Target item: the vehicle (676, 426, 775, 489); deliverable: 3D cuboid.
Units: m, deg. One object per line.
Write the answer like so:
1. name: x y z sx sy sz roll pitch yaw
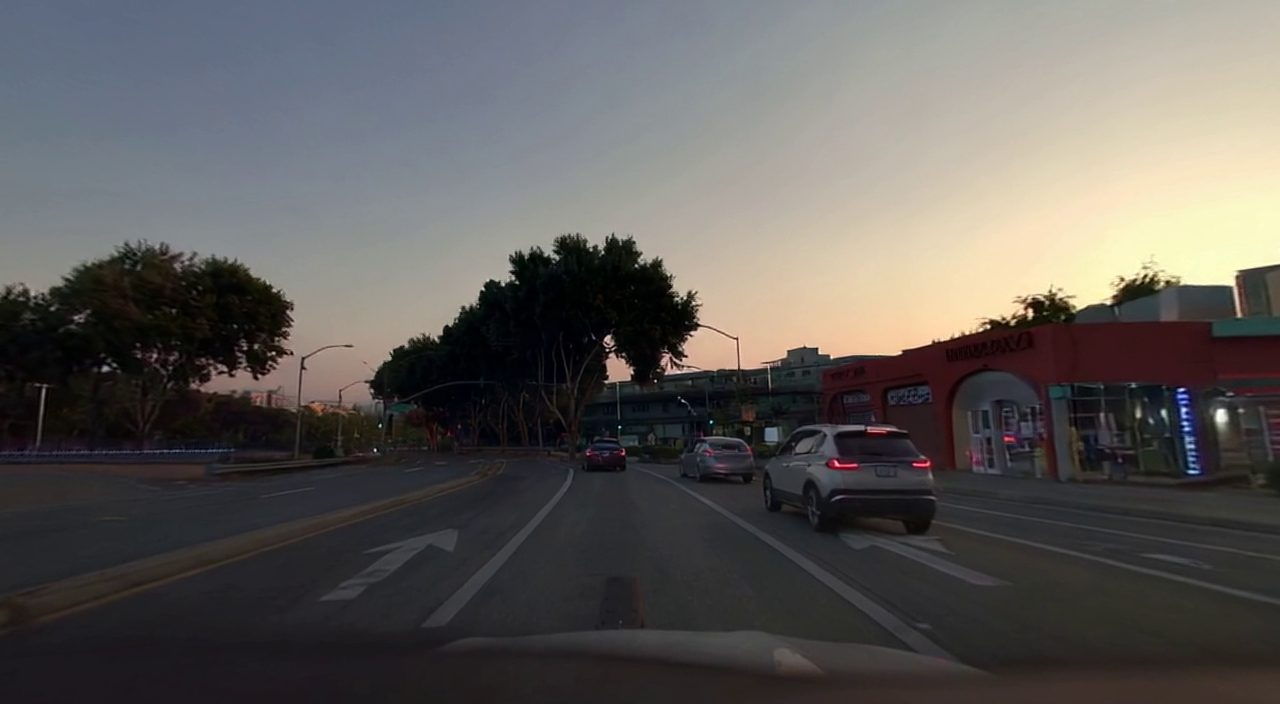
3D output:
1. vehicle: 2.547 3.272 20.117 2.216 1.750 4.520 0 -8 -4

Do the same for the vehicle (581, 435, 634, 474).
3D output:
1. vehicle: -1.477 4.364 27.134 2.068 1.512 3.987 1 -9 -6

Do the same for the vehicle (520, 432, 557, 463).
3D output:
1. vehicle: -7.210 6.737 45.107 2.462 2.079 5.117 1 -7 -9

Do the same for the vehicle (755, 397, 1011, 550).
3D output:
1. vehicle: 3.250 1.742 9.647 2.046 1.768 4.370 0 -8 -2
